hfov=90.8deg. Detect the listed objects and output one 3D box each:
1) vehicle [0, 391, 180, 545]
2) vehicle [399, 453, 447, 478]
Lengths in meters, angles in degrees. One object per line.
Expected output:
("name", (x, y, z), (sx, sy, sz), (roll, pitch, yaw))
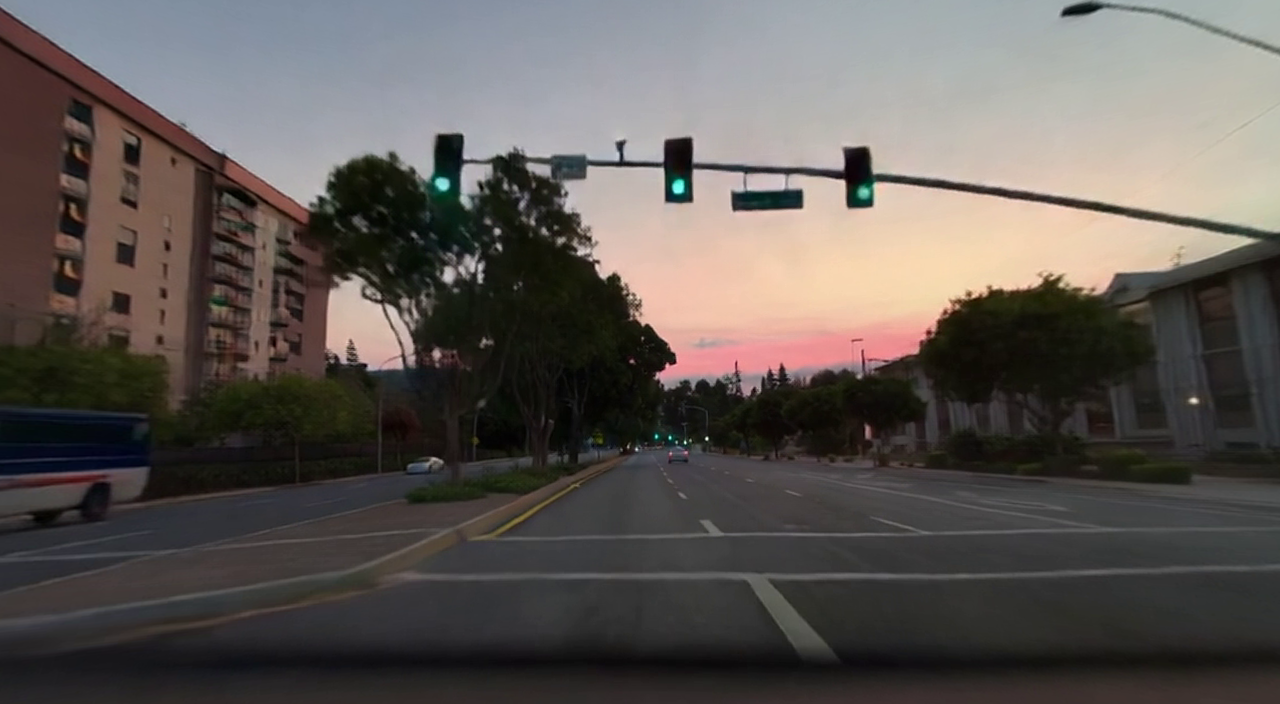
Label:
("vehicle", (-15.757, 2.705, 14.864), (2.783, 3.404, 9.441), (0, -9, -1))
("vehicle", (-16.078, 8.396, 47.008), (1.975, 1.629, 4.491), (0, -8, 0))
